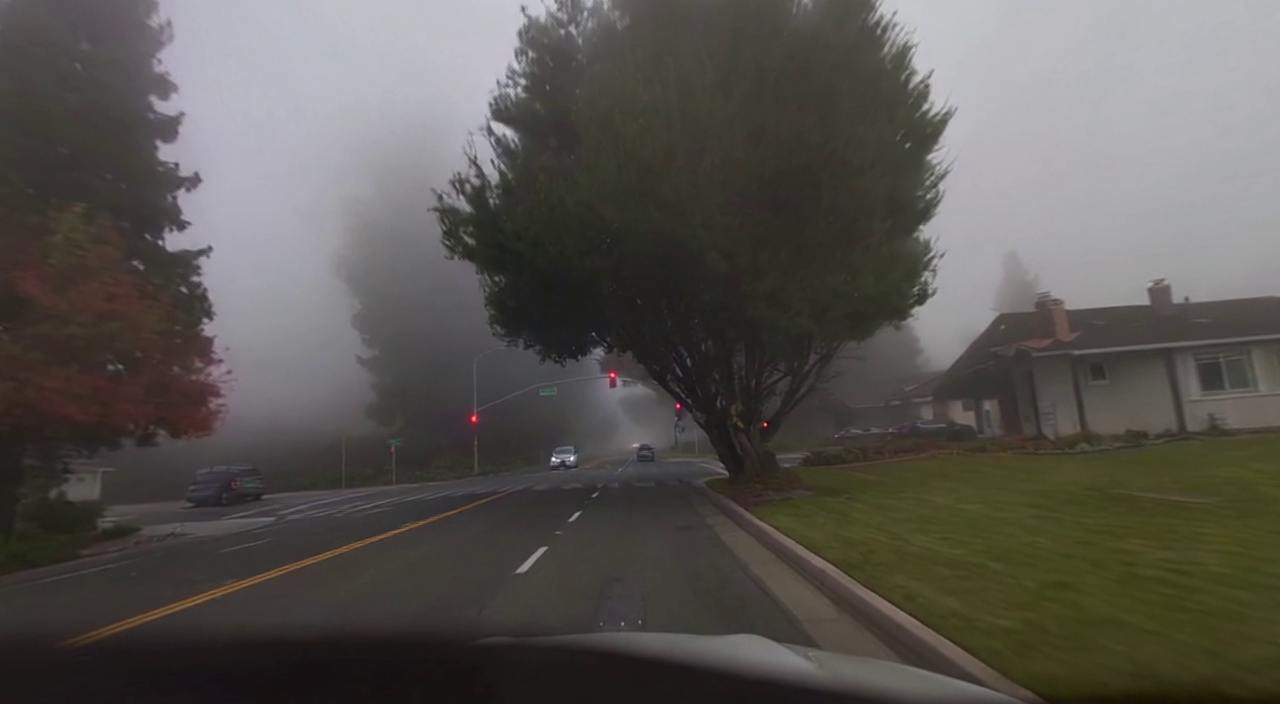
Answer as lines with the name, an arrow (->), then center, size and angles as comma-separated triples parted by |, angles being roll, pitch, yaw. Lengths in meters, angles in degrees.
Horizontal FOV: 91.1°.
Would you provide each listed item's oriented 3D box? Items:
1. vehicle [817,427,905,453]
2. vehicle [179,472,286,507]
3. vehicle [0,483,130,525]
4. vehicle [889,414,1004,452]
vehicle -> 13.352, 5.370, 38.153 | 4.580, 1.534, 1.919 | 0, -8, -1
vehicle -> -24.442, 8.247, 37.773 | 4.933, 1.792, 2.133 | 0, -9, 4
vehicle -> -26.779, 7.033, 29.154 | 4.177, 1.640, 2.119 | 1, -9, -2
vehicle -> 14.268, 3.821, 29.414 | 4.319, 1.700, 2.034 | 0, -8, -1
